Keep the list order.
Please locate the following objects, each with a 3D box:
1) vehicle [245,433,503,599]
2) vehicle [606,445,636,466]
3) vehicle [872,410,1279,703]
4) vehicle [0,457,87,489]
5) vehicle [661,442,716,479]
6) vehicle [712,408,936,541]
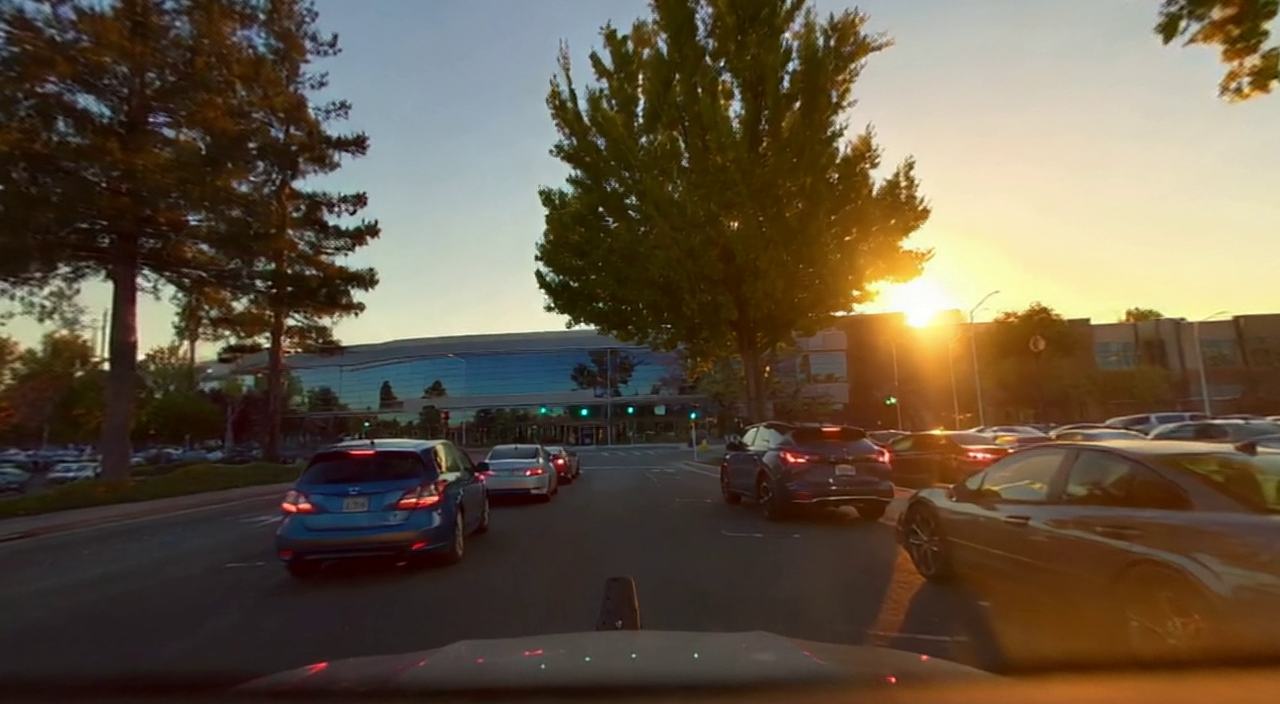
[{"bbox_3d":[-2.928,1.833,8.092,1.968,1.497,4.286,1,-8,-8],"label":"vehicle"},{"bbox_3d":[-1.428,7.558,46.234,2.095,1.473,4.301,0,-8,-2],"label":"vehicle"},{"bbox_3d":[3.704,1.315,4.847,1.904,1.494,4.864,0,-8,-1],"label":"vehicle"},{"bbox_3d":[-32.305,6.479,34.095,4.127,1.583,1.978,-4,-9,24],"label":"vehicle"},{"bbox_3d":[2.112,4.852,28.580,1.910,1.493,4.490,0,-8,-3],"label":"vehicle"},{"bbox_3d":[3.016,2.198,12.091,2.324,1.907,5.634,0,-8,-3],"label":"vehicle"}]
